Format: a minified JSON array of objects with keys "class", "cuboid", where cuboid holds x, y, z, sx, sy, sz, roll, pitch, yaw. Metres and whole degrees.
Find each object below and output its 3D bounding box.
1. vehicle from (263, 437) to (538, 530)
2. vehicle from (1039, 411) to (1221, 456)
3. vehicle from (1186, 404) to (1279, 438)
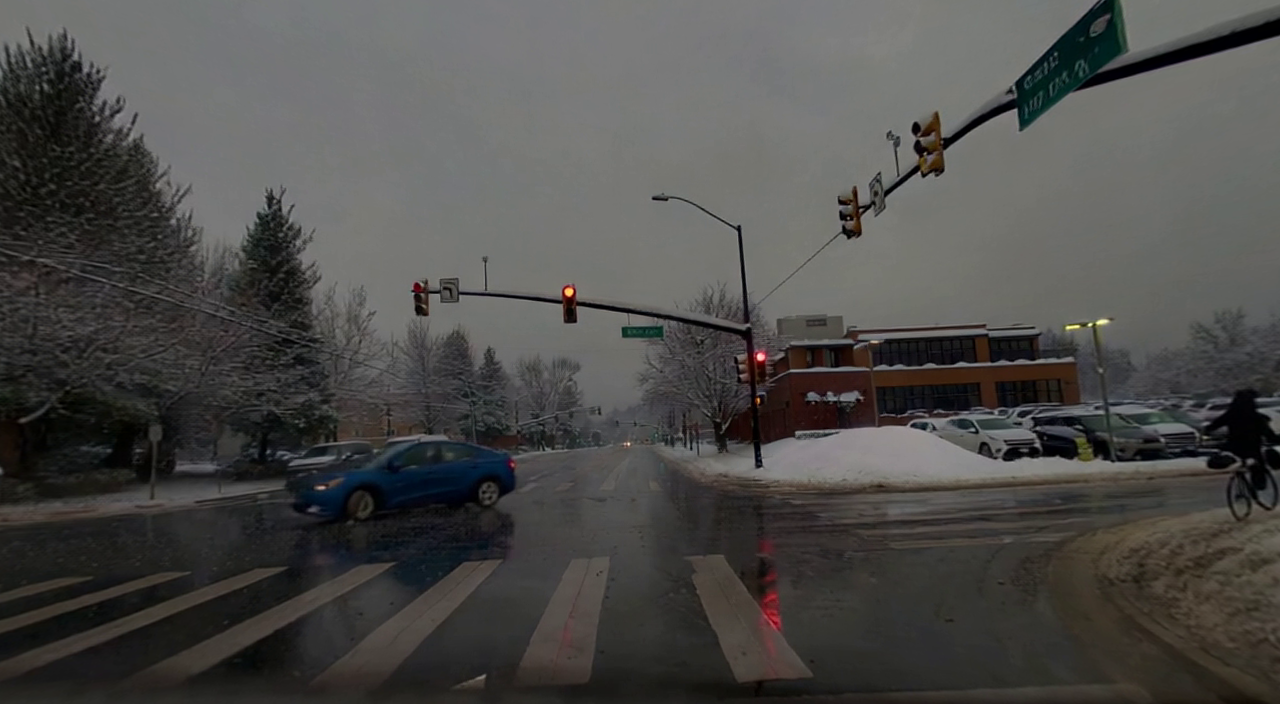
[{"class":"vehicle","cuboid":[-4.307,2.323,11.629,4.385,1.419,1.855,5,-10,-29]},{"class":"vehicle","cuboid":[16.921,2.904,22.114,4.560,1.453,1.851,-3,-9,18]},{"class":"vehicle","cuboid":[34.895,4.024,36.660,4.326,1.511,1.725,-8,-9,17]}]
